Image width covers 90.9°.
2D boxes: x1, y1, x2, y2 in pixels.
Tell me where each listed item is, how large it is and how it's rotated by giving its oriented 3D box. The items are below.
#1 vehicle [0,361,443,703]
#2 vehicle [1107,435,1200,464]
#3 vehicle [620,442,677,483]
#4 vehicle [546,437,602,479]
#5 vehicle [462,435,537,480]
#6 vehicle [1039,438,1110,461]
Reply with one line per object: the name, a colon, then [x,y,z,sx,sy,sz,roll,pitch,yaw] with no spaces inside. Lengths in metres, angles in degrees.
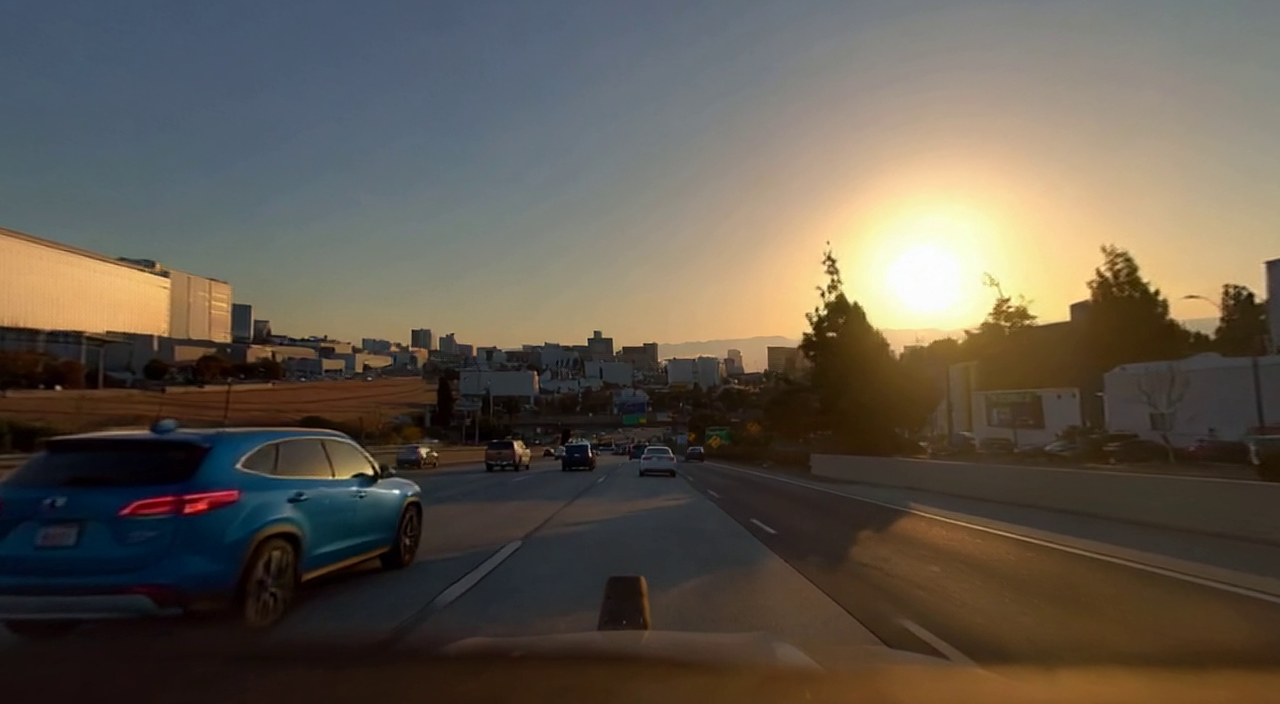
vehicle: [-3.263,1.207,4.922,1.961,1.687,4.453,0,-9,1]
vehicle: [30.379,5.779,37.502,1.843,1.626,4.378,0,-9,1]
vehicle: [0.333,4.326,25.075,2.090,1.474,3.970,0,-9,0]
vehicle: [-2.897,4.738,28.541,2.007,1.730,4.412,0,-9,1]
vehicle: [-6.149,4.693,28.278,2.125,1.804,4.864,0,-9,1]
vehicle: [30.445,6.867,44.365,1.838,1.491,4.554,0,-9,1]
